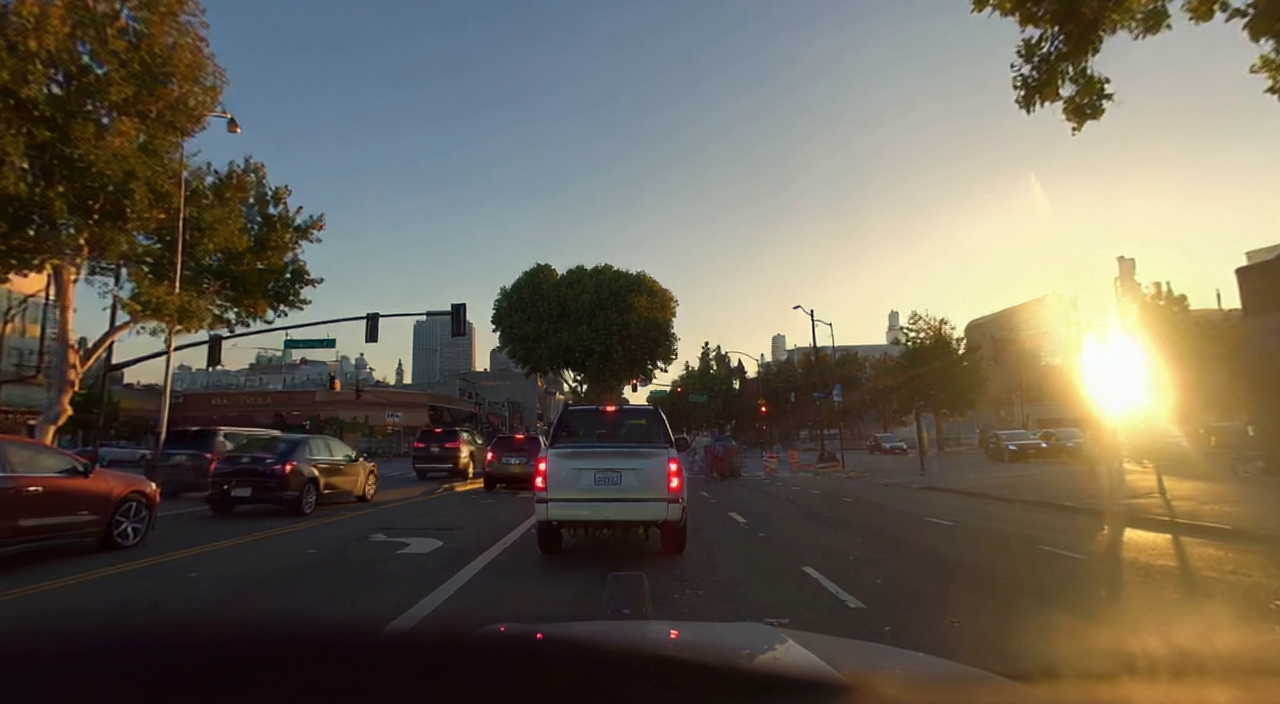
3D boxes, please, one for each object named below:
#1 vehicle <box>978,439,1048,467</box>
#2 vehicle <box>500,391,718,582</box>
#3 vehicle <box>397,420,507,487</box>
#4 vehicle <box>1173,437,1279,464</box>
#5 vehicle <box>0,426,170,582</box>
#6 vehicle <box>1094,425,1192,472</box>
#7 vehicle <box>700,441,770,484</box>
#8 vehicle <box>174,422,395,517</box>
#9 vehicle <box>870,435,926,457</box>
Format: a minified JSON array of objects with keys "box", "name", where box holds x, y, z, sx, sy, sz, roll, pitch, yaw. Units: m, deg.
[{"box":[20.104,5.407,33.920,3.836,1.443,1.694,5,-10,-35],"name":"vehicle"},{"box":[-0.312,1.597,8.231,2.064,1.817,4.298,0,-8,-1],"name":"vehicle"},{"box":[-6.470,3.555,22.346,2.496,2.112,4.351,0,-8,1],"name":"vehicle"},{"box":[29.728,4.944,31.662,4.176,1.313,1.719,0,-8,2],"name":"vehicle"},{"box":[-6.965,1.422,5.855,1.831,1.451,4.382,0,-8,-1],"name":"vehicle"},{"box":[19.228,3.662,24.039,4.156,1.622,1.924,7,-11,-38],"name":"vehicle"},{"box":[3.424,4.051,23.511,2.023,1.441,4.240,0,-8,1],"name":"vehicle"},{"box":[-7.134,2.397,13.375,1.941,1.655,4.503,0,-8,2],"name":"vehicle"},{"box":[20.107,7.322,49.047,4.361,1.653,2.034,6,-11,-37],"name":"vehicle"}]
